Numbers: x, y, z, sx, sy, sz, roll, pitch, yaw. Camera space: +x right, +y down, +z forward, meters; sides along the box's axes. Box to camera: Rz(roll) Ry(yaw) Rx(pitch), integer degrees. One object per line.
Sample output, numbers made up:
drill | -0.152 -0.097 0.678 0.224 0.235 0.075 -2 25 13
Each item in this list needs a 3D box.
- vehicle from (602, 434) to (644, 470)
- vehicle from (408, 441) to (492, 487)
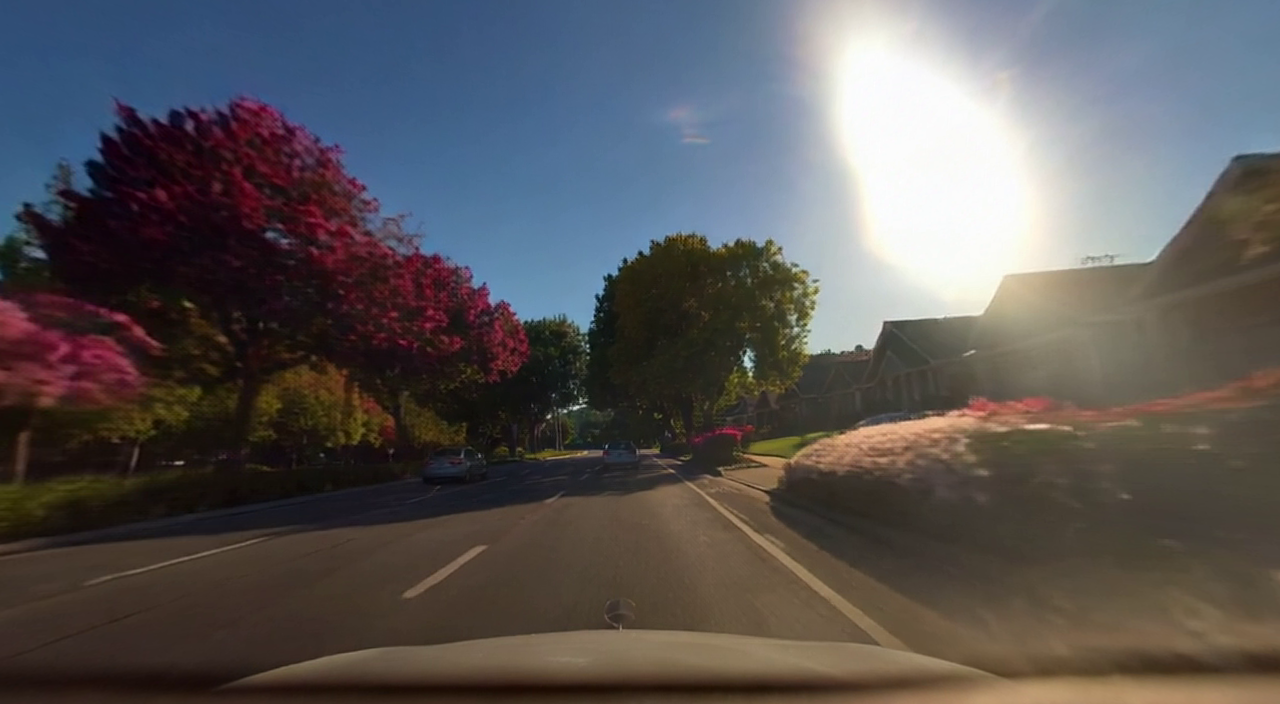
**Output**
vehicle | -0.830 5.314 33.726 2.070 1.764 4.552 -1 -8 0
vehicle | -7.569 4.475 25.663 1.993 1.657 4.487 -1 -8 0
